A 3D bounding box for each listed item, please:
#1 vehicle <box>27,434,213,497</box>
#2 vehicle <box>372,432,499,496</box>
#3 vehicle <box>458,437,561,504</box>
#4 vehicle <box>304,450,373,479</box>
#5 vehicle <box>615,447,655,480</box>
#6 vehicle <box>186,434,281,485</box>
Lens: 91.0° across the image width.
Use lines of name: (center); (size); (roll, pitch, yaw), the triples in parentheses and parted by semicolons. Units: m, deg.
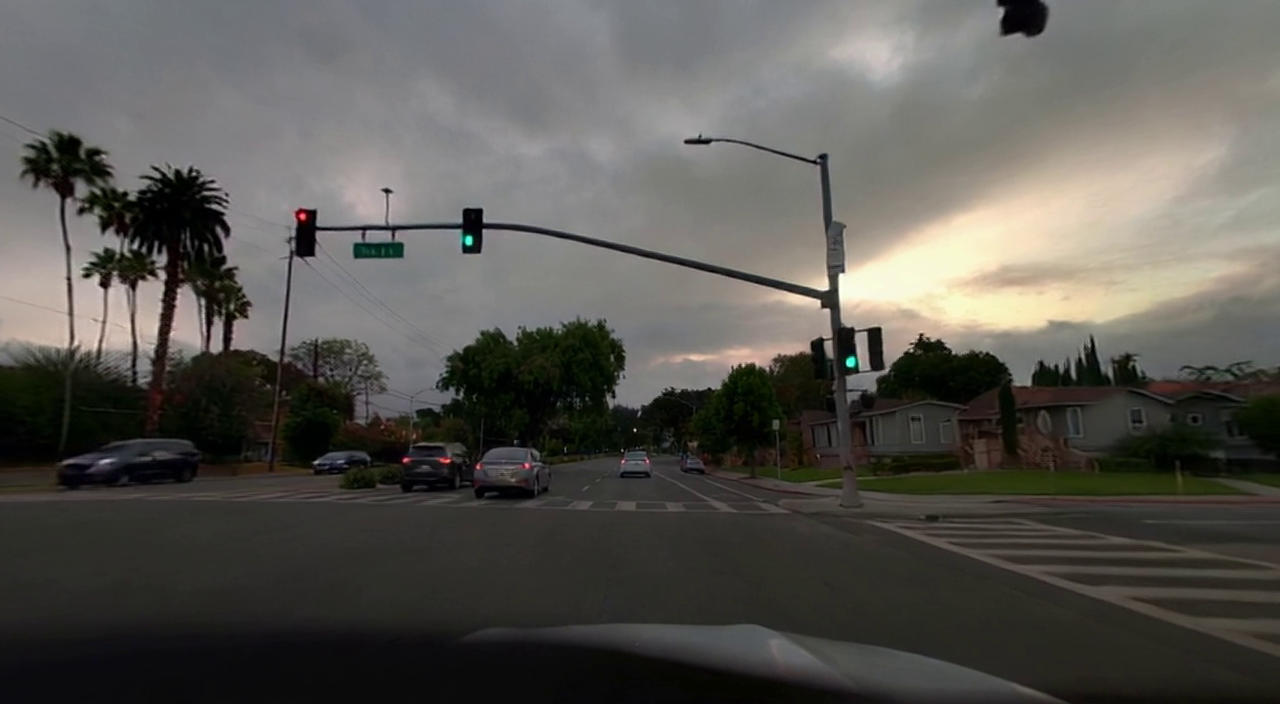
vehicle: (-17.779, 3.906, 22.007); (2.021, 1.917, 5.144); (0, -9, 0)
vehicle: (-7.249, 4.106, 23.353); (2.457, 2.010, 6.330); (0, -9, 1)
vehicle: (-3.856, 3.626, 19.571); (2.116, 1.806, 4.516); (0, -9, 1)
vehicle: (-18.449, 6.882, 38.774); (2.064, 1.670, 4.242); (0, -9, 0)
vehicle: (-0.324, 6.690, 38.007); (2.280, 1.803, 4.240); (0, -9, -1)
vehicle: (-26.109, 6.930, 40.752); (2.512, 2.978, 5.172); (1, -9, 0)
